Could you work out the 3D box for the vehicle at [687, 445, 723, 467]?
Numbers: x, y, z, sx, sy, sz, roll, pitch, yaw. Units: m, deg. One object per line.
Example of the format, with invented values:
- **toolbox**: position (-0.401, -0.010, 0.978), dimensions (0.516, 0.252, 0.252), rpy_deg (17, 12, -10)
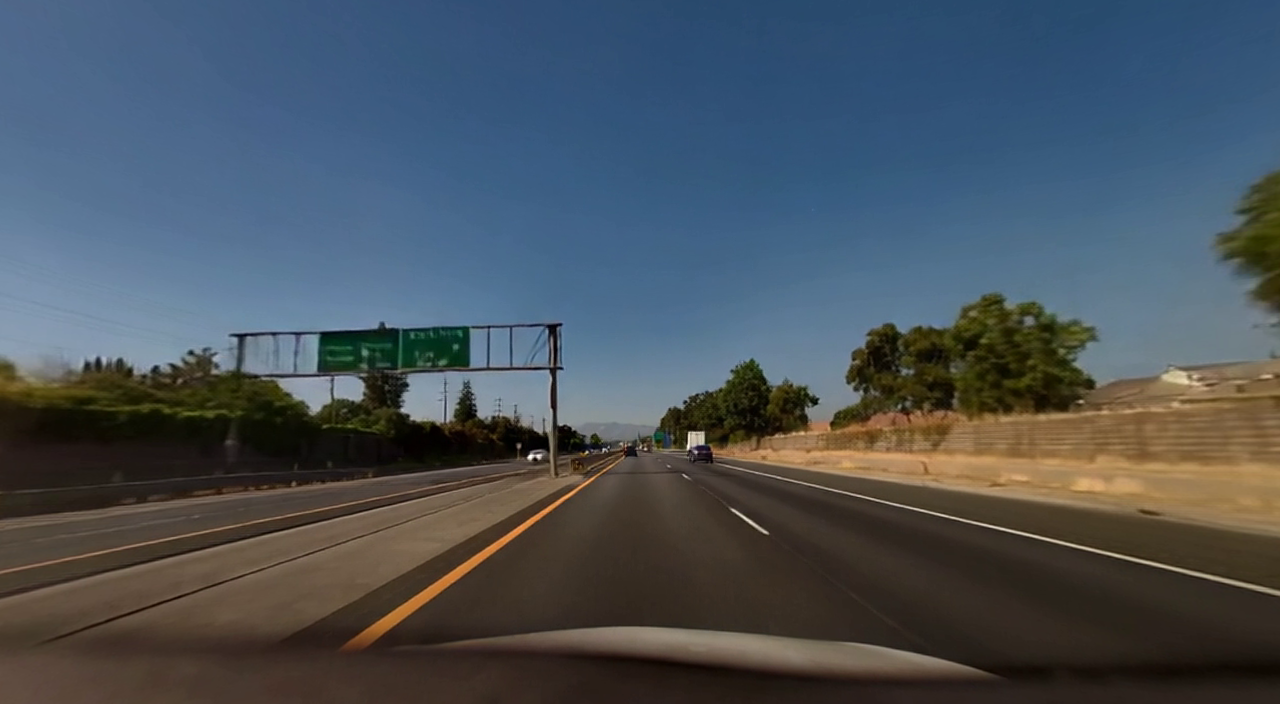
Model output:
- **vehicle**: position (4.287, 6.890, 41.787), dimensions (1.923, 1.408, 3.835), rpy_deg (0, -9, -1)
